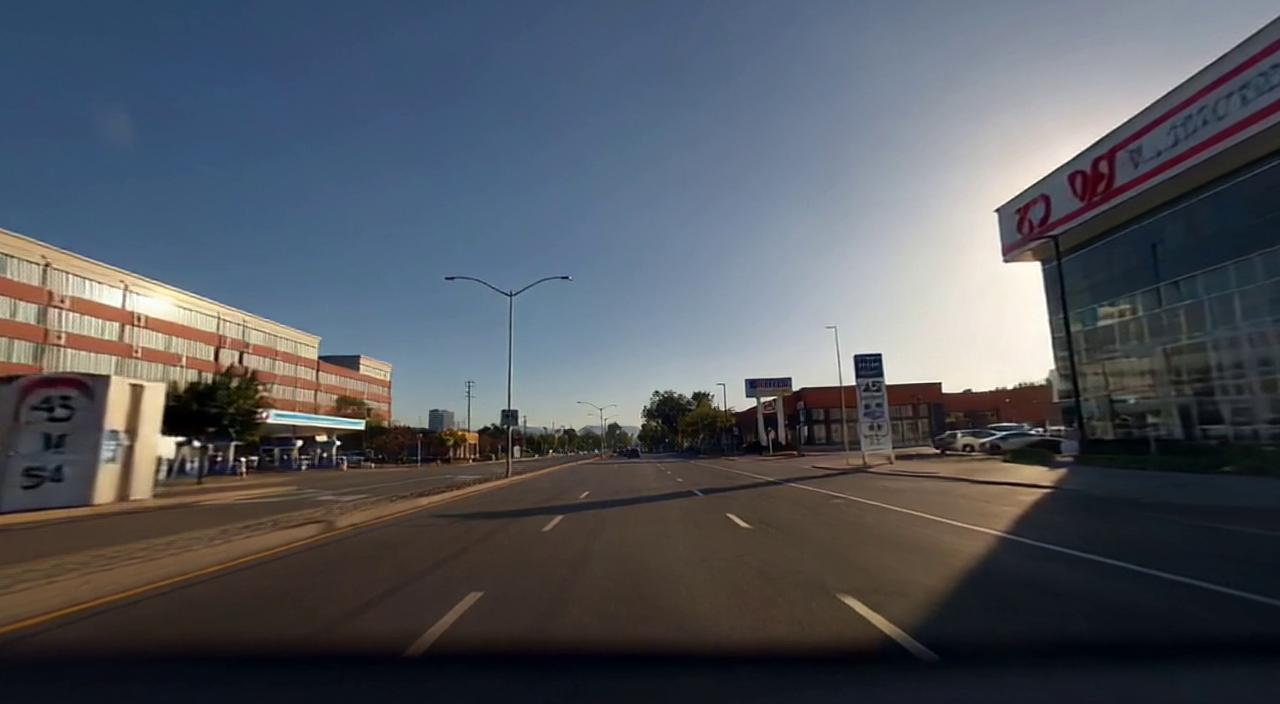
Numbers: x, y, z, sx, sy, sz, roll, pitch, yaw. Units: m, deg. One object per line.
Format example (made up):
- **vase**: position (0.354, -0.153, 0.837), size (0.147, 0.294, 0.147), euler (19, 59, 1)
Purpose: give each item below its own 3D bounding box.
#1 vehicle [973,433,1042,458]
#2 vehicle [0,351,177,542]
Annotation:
- **vehicle**: position (23.114, 5.938, 39.936), size (1.747, 1.371, 4.368), euler (-3, -10, 0)
- **vehicle**: position (-12.394, 1.954, 13.327), size (2.509, 3.502, 3.191), euler (-1, -8, 3)
